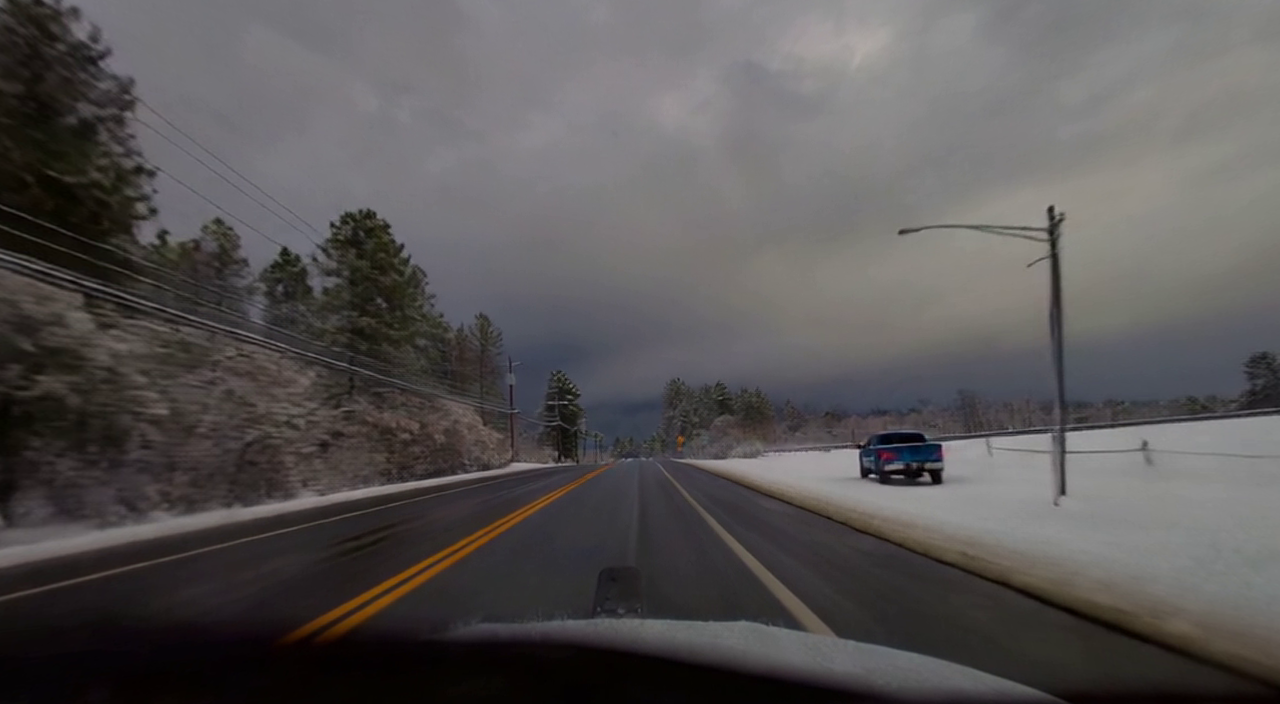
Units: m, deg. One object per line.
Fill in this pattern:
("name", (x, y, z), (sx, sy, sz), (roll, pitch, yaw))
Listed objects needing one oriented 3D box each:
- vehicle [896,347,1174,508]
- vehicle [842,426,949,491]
("vehicle", (14.748, 3.479, 26.921), (3.172, 4.493, 18.371), (-2, -9, 10))
("vehicle", (12.158, 5.088, 30.785), (2.986, 2.613, 6.442), (-5, -8, 6))
